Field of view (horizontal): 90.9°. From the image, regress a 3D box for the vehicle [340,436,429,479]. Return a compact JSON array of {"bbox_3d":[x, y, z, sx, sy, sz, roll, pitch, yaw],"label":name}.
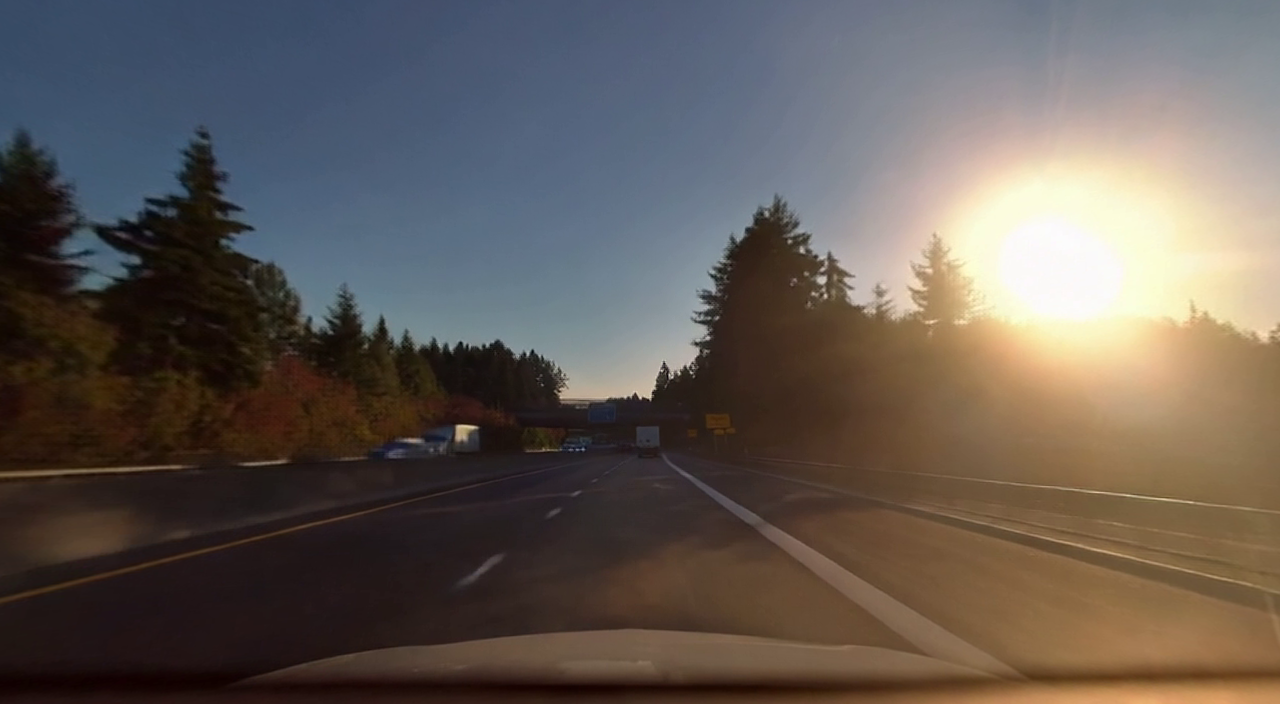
[{"bbox_3d":[-11.843,4.937,29.680,2.034,1.856,4.993,0,-9,1],"label":"vehicle"}]
